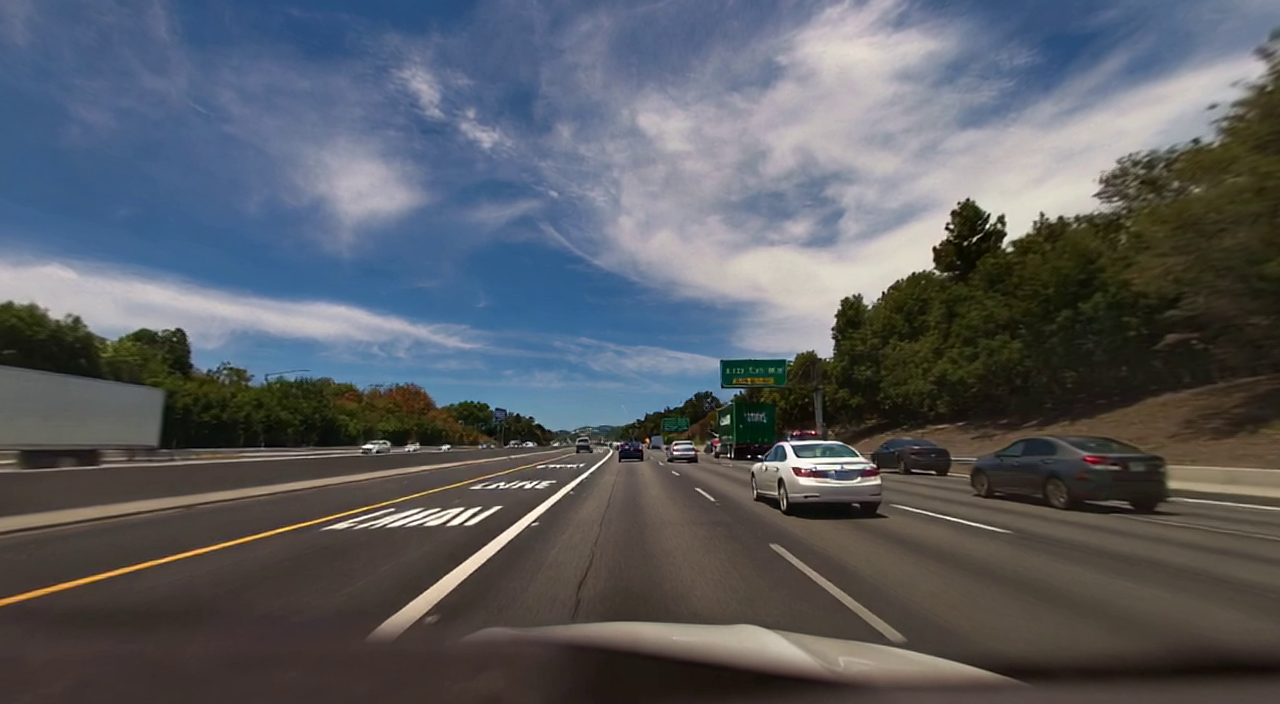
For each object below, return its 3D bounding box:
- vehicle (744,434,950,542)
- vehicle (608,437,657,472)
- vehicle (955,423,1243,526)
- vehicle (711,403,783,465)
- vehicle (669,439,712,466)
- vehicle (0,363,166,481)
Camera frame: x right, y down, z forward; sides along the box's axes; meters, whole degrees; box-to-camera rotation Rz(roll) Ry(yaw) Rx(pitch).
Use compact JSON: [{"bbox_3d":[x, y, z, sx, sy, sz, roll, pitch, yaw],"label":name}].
[{"bbox_3d":[3.157,2.159,10.769,1.865,1.427,4.448,0,-9,-2],"label":"vehicle"},{"bbox_3d":[-0.373,4.720,29.183,2.098,1.475,3.997,0,-9,-1],"label":"vehicle"},{"bbox_3d":[8.141,2.206,11.951,1.885,1.536,4.657,0,-9,-1],"label":"vehicle"},{"bbox_3d":[6.918,5.548,42.212,2.799,3.655,8.627,0,-9,-3],"label":"vehicle"},{"bbox_3d":[2.986,6.112,38.579,1.993,1.504,4.781,0,-9,-3],"label":"vehicle"},{"bbox_3d":[-24.824,2.526,22.864,2.968,4.234,16.281,0,-9,-1],"label":"vehicle"}]
